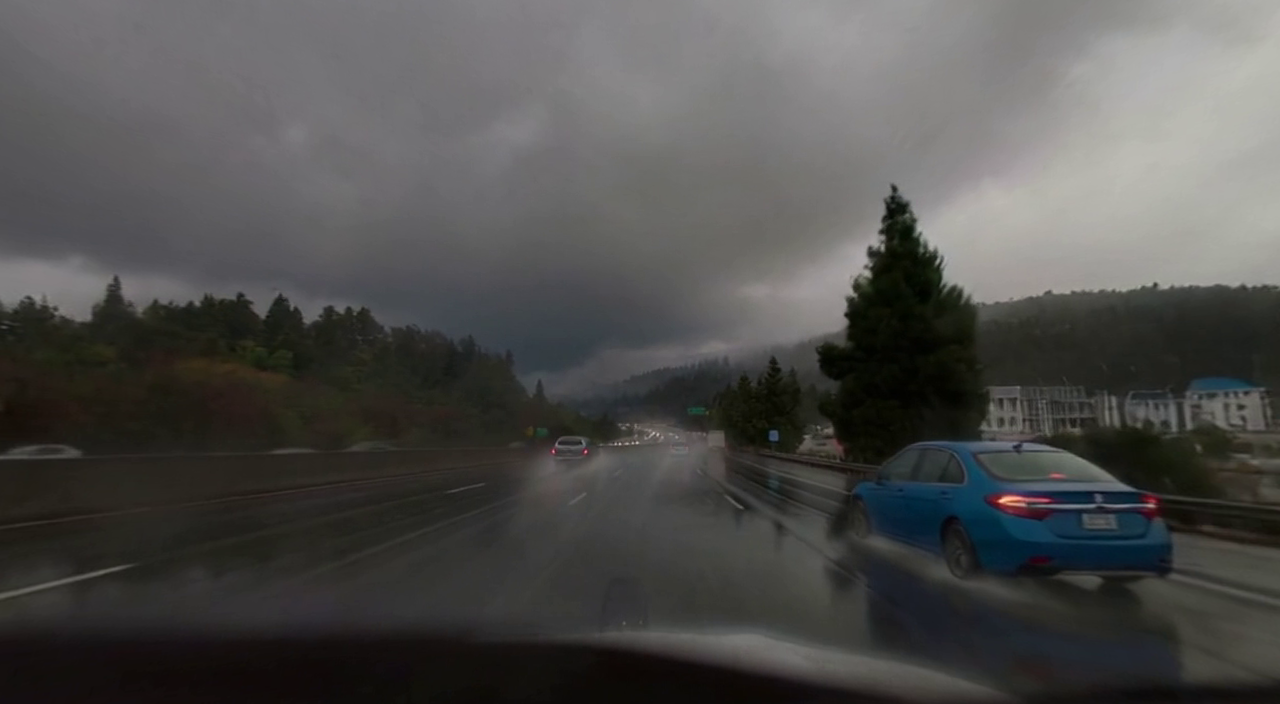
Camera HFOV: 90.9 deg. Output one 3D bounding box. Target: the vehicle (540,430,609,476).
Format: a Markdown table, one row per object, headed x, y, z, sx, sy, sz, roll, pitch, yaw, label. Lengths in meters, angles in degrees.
| x | y | z | sx | sy | sz | roll | pitch | yaw | label |
| --- | --- | --- | --- | --- | --- | --- | --- | --- | --- |
| -2.711 | 4.368 | 27.458 | 2.185 | 1.823 | 4.854 | -1 | -9 | 4 | vehicle |

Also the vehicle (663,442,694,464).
| x | y | z | sx | sy | sz | roll | pitch | yaw | label |
| --- | --- | --- | --- | --- | --- | --- | --- | --- | --- |
| 2.789 | 7.188 | 45.048 | 2.158 | 1.458 | 3.656 | -1 | -9 | 5 | vehicle |

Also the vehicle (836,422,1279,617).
| x | y | z | sx | sy | sz | roll | pitch | yaw | label |
| --- | --- | --- | --- | --- | --- | --- | --- | --- | --- |
| 4.011 | 1.639 | 7.186 | 2.131 | 1.497 | 4.456 | 0 | -9 | 0 | vehicle |

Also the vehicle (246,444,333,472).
| x | y | z | sx | sy | sz | roll | pitch | yaw | label |
| --- | --- | --- | --- | --- | --- | --- | --- | --- | --- |
| -19.697 | 5.952 | 35.721 | 1.868 | 1.469 | 4.771 | -1 | -9 | 5 | vehicle |

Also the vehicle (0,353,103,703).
| x | y | z | sx | sy | sz | roll | pitch | yaw | label |
| --- | --- | --- | --- | --- | --- | --- | --- | --- | --- |
| -3.959 | 0.575 | 0.848 | 2.192 | 1.716 | 4.748 | 0 | -9 | 1 | vehicle |
